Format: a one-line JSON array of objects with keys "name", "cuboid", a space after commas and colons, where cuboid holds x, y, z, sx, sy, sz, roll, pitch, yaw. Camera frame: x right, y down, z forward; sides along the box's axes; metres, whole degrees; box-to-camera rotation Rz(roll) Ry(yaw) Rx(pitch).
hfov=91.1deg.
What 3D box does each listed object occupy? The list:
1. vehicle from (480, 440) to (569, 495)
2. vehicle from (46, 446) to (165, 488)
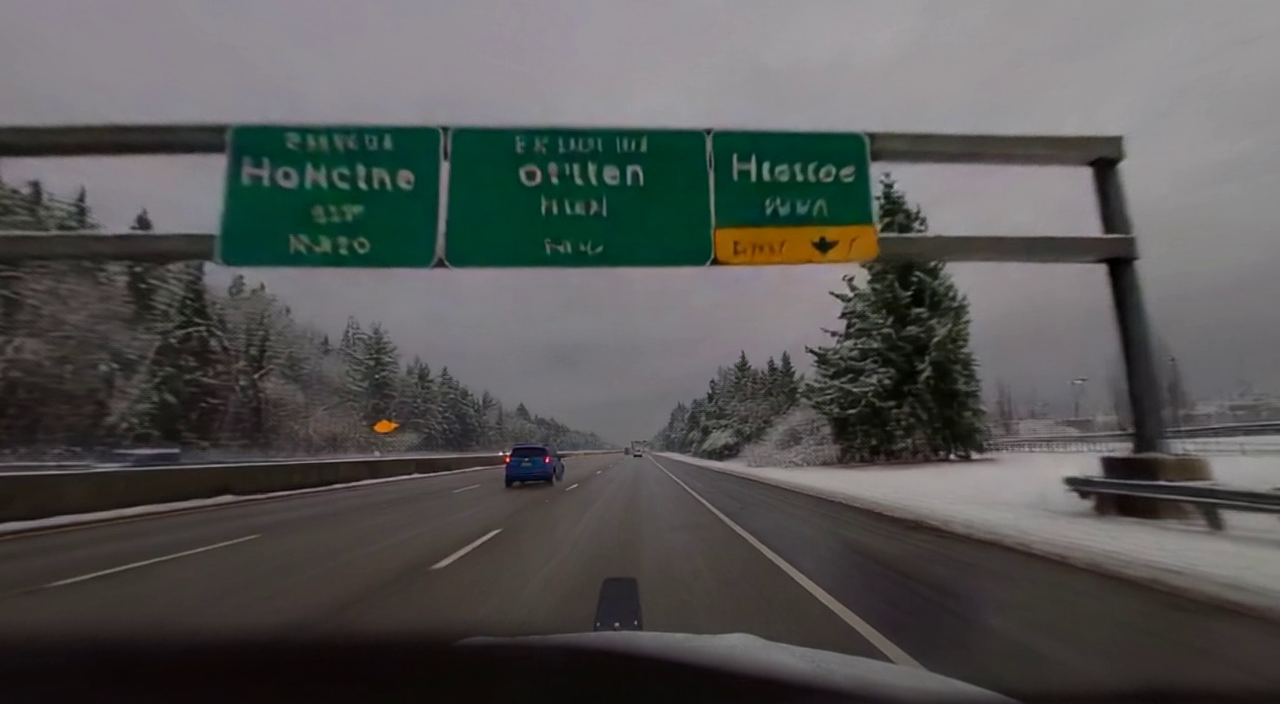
[{"name": "vehicle", "cuboid": [-3.745, 3.845, 21.230, 2.104, 1.626, 4.283, -1, -9, 1]}, {"name": "vehicle", "cuboid": [-24.135, 5.176, 28.618, 1.912, 1.739, 3.938, 0, -9, 0]}]
